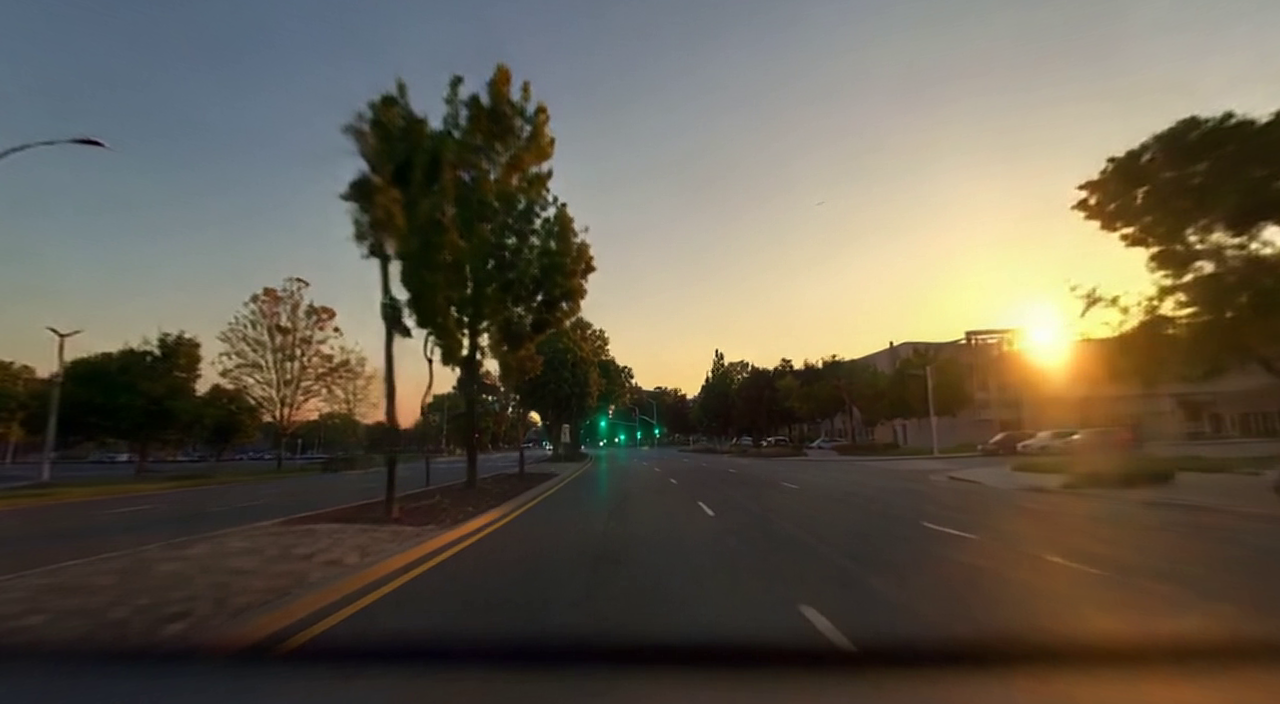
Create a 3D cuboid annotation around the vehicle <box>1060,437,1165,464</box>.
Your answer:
[{"bbox_3d":[25.126,5.264,33.593,4.053,1.376,1.945,0,-8,-3],"label":"vehicle"}]

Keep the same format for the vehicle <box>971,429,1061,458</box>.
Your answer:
[{"bbox_3d":[25.943,6.330,43.543,4.950,1.924,2.146,1,-8,-8],"label":"vehicle"}]
